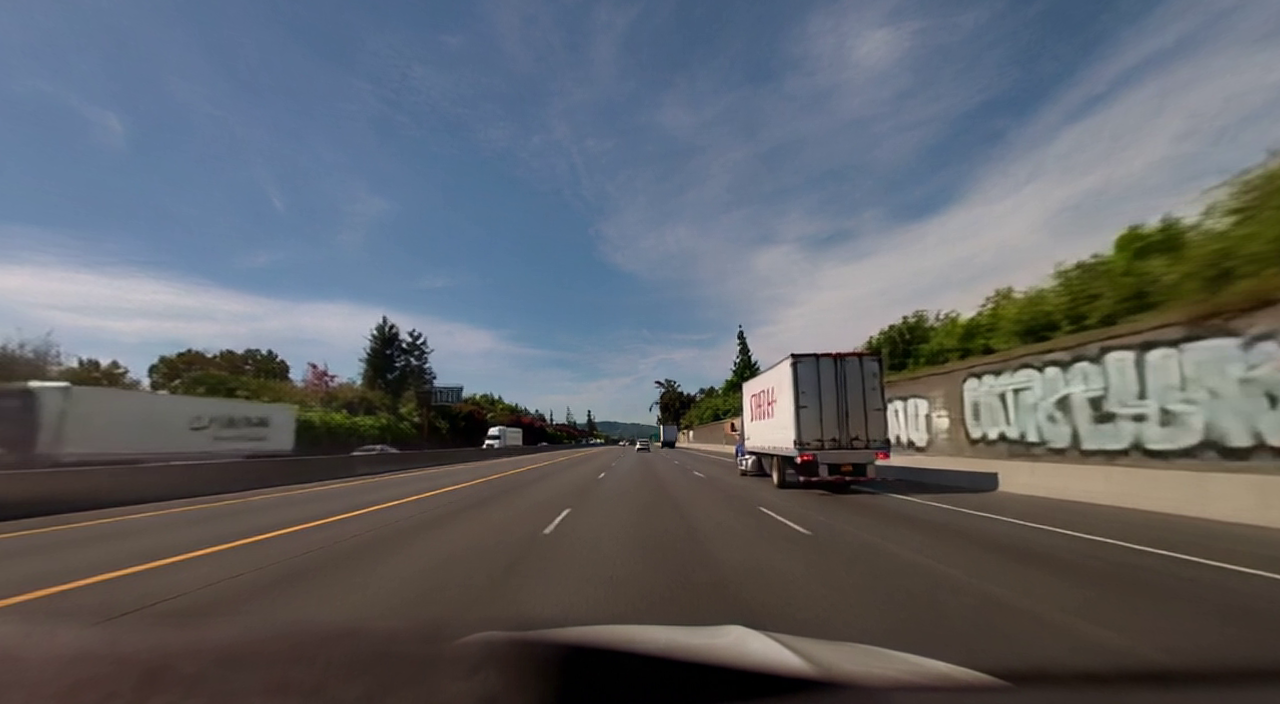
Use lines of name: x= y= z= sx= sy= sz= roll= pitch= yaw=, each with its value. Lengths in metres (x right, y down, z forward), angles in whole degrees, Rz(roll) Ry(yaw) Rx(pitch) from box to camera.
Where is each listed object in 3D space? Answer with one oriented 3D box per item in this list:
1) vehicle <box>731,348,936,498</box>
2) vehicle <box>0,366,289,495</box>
vehicle: x=5.245 y=2.363 z=19.960 sx=2.949 sy=3.470 sz=10.539 roll=0 pitch=-8 yaw=-1
vehicle: x=-20.756 y=3.387 z=26.153 sx=2.963 sy=3.836 sz=16.669 roll=0 pitch=-8 yaw=0
